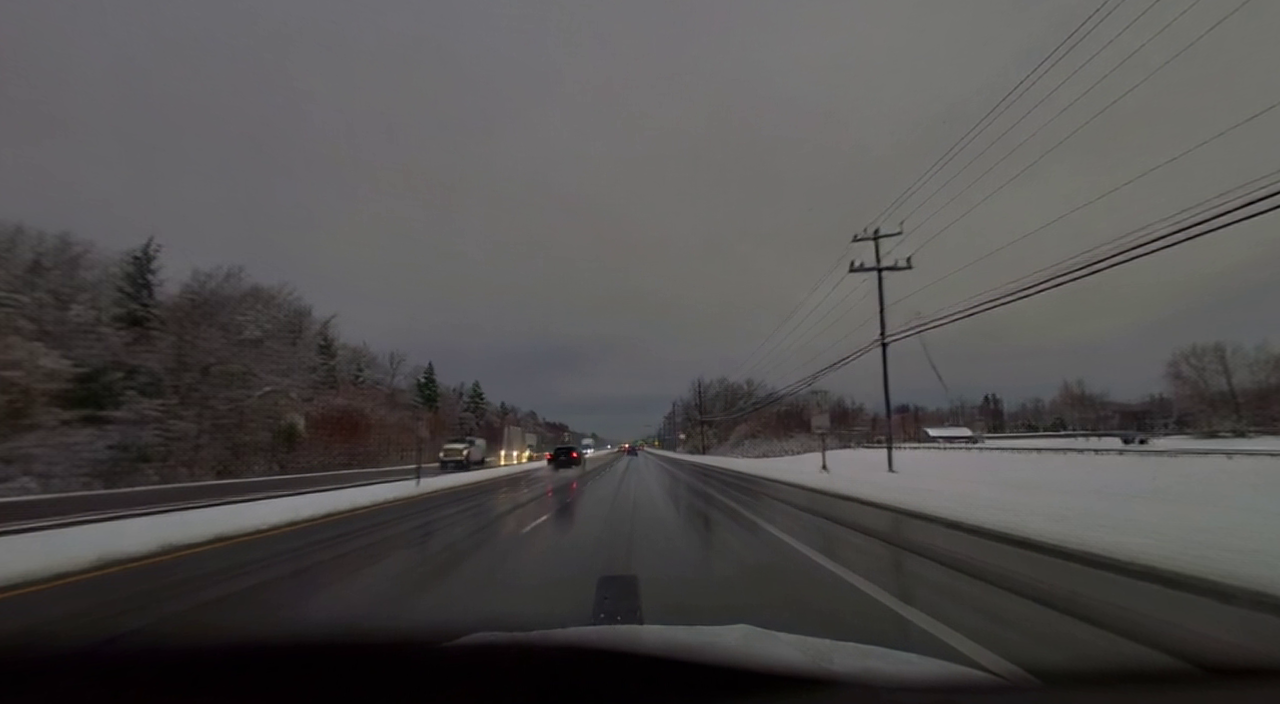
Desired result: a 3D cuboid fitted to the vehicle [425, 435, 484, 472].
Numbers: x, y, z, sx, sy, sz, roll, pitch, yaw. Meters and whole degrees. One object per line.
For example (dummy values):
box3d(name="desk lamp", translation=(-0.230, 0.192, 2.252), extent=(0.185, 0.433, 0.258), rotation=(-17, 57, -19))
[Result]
box3d(name="vehicle", translation=(-13.623, 7.546, 46.586), extent=(2.240, 2.488, 6.830), rotation=(0, -9, 0))

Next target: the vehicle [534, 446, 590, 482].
box3d(name="vehicle", translation=(-3.621, 5.297, 29.922), extent=(2.123, 1.545, 4.404), rotation=(0, -9, 0))
